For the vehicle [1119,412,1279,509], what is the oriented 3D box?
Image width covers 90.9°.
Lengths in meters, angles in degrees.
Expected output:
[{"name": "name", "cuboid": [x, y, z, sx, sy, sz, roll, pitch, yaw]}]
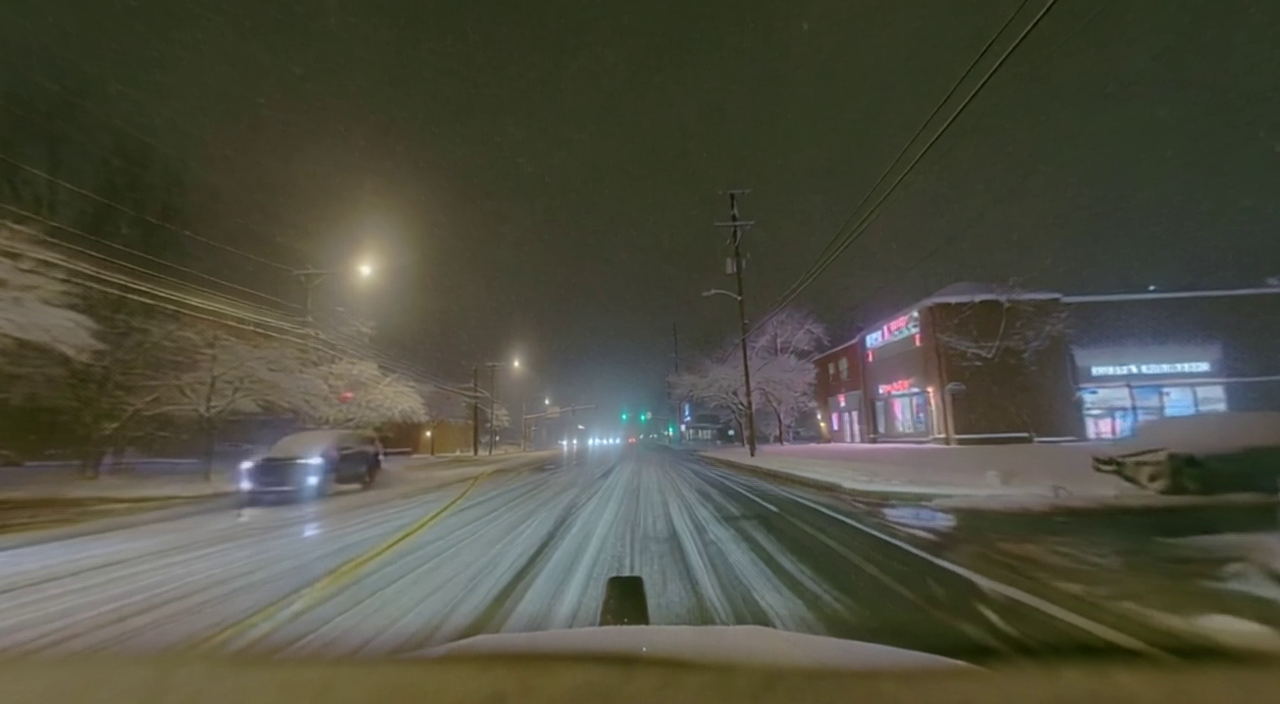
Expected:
[{"name": "vehicle", "cuboid": [11.542, 1.850, 10.969, 4.673, 1.498, 2.072, 0, -8, 0]}]

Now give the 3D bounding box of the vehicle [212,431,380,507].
[{"name": "vehicle", "cuboid": [-8.772, 3.004, 16.654, 1.973, 1.704, 4.476, 0, -8, -1]}]
